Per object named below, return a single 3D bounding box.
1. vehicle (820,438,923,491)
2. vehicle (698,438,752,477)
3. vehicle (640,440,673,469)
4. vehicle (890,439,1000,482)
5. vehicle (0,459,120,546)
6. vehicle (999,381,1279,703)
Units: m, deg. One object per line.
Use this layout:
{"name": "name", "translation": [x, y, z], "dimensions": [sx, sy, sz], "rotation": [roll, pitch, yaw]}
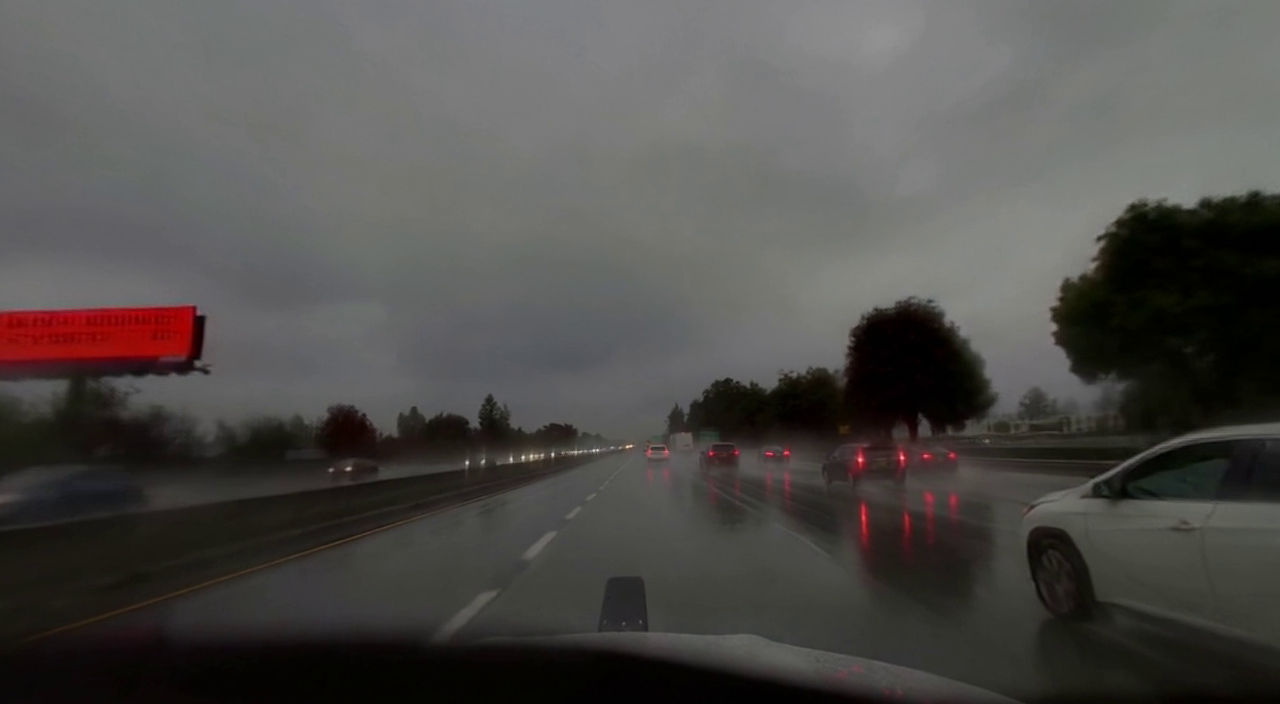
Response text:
{"name": "vehicle", "translation": [7.605, 3.701, 21.197], "dimensions": [1.807, 1.558, 4.352], "rotation": [0, -8, 0]}
{"name": "vehicle", "translation": [4.312, 5.413, 32.791], "dimensions": [2.075, 1.845, 4.667], "rotation": [0, -8, -1]}
{"name": "vehicle", "translation": [1.069, 6.989, 43.187], "dimensions": [2.145, 1.832, 4.004], "rotation": [-1, -8, 0]}
{"name": "vehicle", "translation": [12.070, 4.314, 25.414], "dimensions": [1.941, 1.539, 4.834], "rotation": [0, -8, -1]}
{"name": "vehicle", "translation": [-13.519, 3.048, 12.731], "dimensions": [2.064, 1.601, 4.581], "rotation": [-1, -8, 1]}
{"name": "vehicle", "translation": [3.857, 0.924, 2.740], "dimensions": [1.989, 1.609, 4.355], "rotation": [0, -8, 0]}
